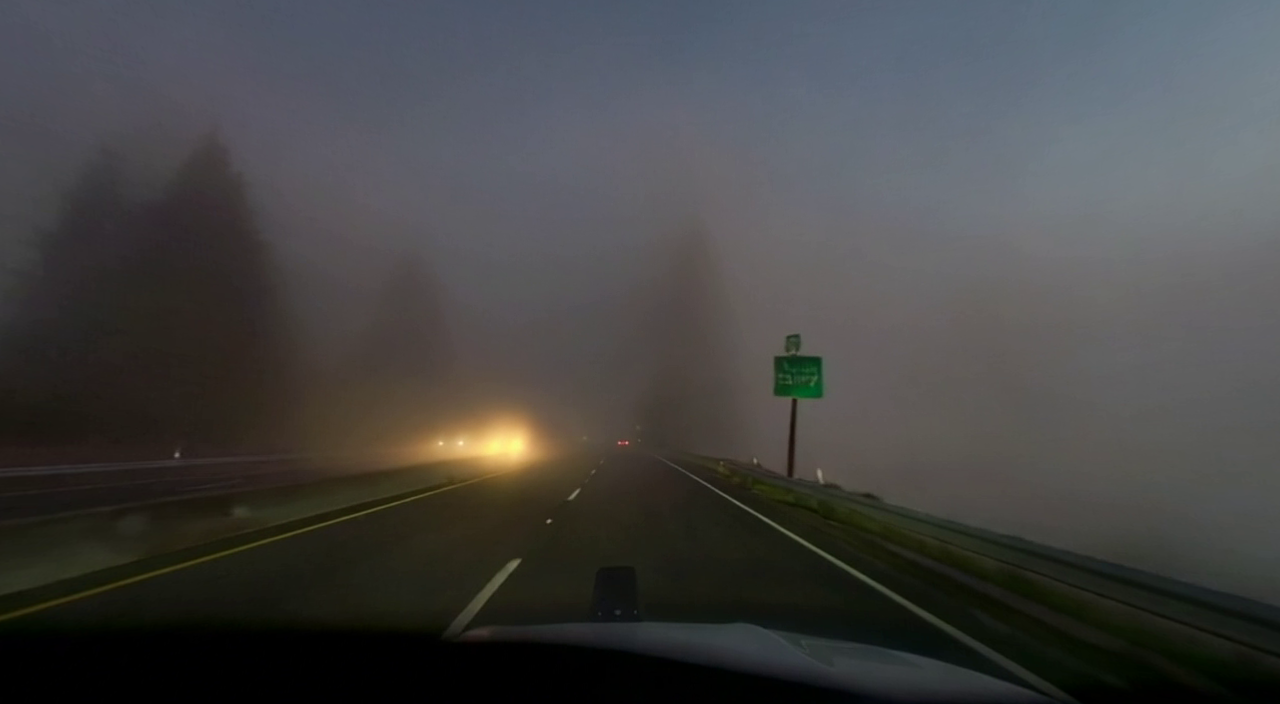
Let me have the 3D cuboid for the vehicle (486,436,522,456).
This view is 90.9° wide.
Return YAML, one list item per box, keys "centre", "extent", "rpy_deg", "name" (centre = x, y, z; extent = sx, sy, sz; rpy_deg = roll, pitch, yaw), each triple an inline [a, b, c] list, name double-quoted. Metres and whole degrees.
- centre: [-10.404, 7.224, 48.585]
  extent: [1.911, 1.465, 3.948]
  rpy_deg: [0, -8, -1]
  name: "vehicle"

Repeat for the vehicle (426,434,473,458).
- centre: [-13.241, 6.497, 44.007]
  extent: [1.971, 1.581, 4.317]
  rpy_deg: [0, -8, -1]
  name: "vehicle"
